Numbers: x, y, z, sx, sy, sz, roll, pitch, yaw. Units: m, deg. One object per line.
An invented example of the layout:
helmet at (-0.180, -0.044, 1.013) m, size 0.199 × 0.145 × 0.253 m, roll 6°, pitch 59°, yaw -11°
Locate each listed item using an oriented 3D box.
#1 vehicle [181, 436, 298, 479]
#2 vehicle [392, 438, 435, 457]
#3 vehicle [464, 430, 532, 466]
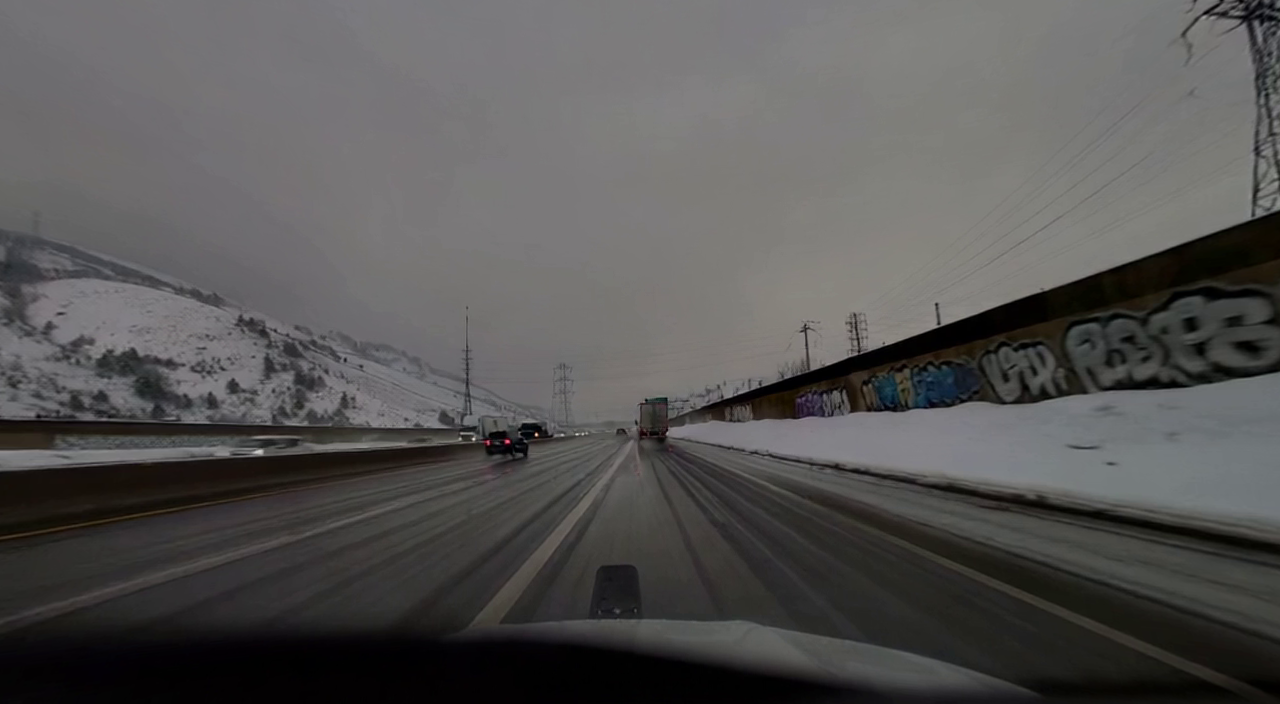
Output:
vehicle at (-13.937, 3.654, 22.176) m, size 1.798 × 1.400 × 3.503 m, roll 0°, pitch -8°, yaw 0°
vehicle at (-17.343, 7.328, 48.410) m, size 1.781 × 1.409 × 3.993 m, roll 0°, pitch -8°, yaw 0°
vehicle at (-6.278, 4.276, 28.373) m, size 1.965 × 1.486 × 4.448 m, roll 0°, pitch -8°, yaw 1°
